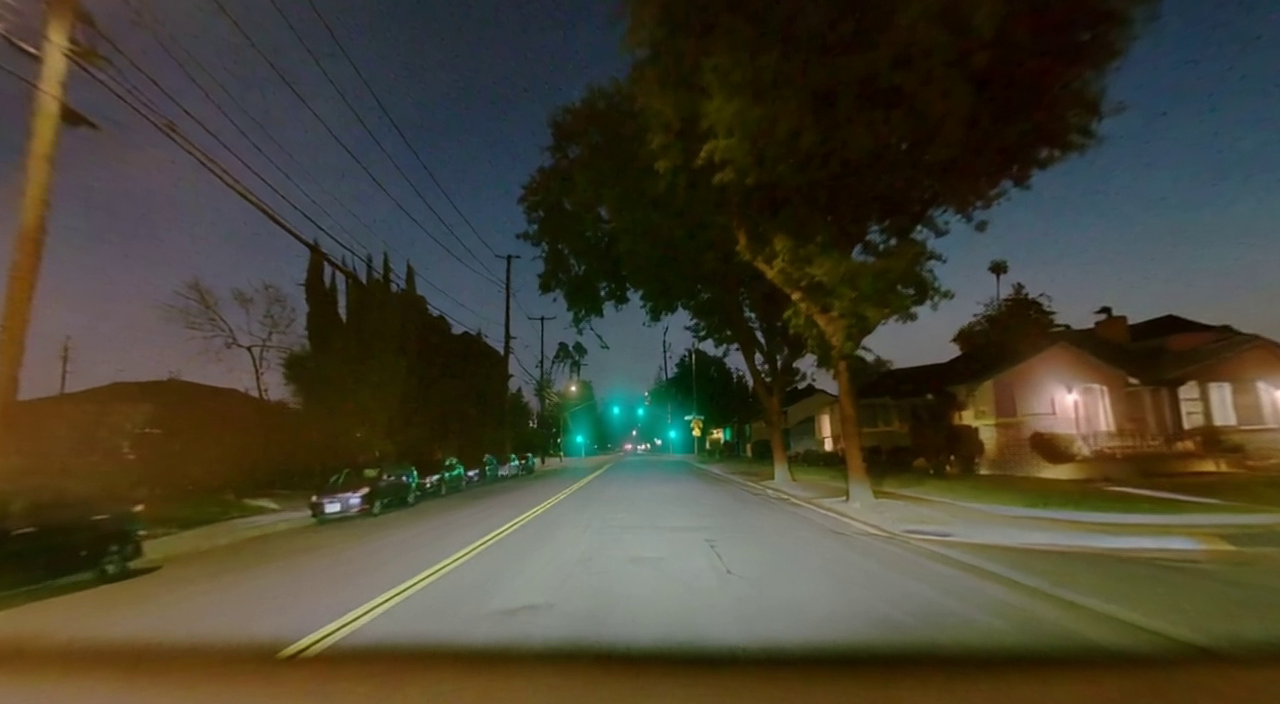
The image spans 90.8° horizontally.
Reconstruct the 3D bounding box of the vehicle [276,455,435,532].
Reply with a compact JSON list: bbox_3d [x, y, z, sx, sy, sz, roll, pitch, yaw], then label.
[{"bbox_3d":[-7.363,3.642,16.951,1.839,1.494,4.757,-9,-9,2],"label":"vehicle"}]

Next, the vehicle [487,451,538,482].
[{"bbox_3d":[-7.317,6.549,36.511,1.928,1.481,4.152,-6,-9,1],"label":"vehicle"}]

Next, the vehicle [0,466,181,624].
[{"bbox_3d":[-7.476,2.087,6.978,1.949,1.512,3.818,0,-9,-1],"label":"vehicle"}]
